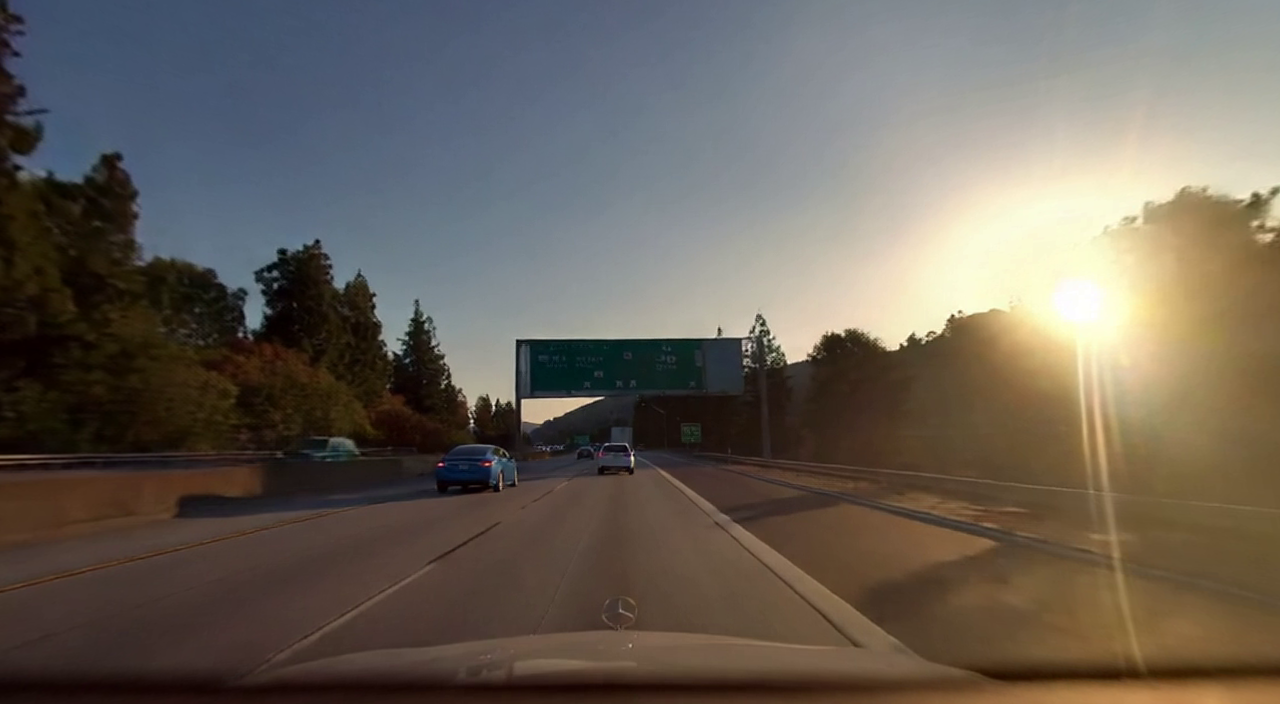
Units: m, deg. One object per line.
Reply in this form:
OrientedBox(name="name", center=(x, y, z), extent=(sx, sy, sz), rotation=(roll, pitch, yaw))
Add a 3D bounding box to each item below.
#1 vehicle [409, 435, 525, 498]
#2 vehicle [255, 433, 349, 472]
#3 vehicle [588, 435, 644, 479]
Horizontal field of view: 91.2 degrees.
OrientedBox(name="vehicle", center=(-4.850, 3.284, 18.396), extent=(2.103, 1.588, 4.709), rotation=(-1, -9, 0))
OrientedBox(name="vehicle", center=(-14.510, 4.334, 27.156), extent=(1.854, 1.522, 4.080), rotation=(0, -9, -1))
OrientedBox(name="vehicle", center=(-0.999, 4.429, 26.662), extent=(2.220, 1.711, 4.056), rotation=(0, -9, -2))
